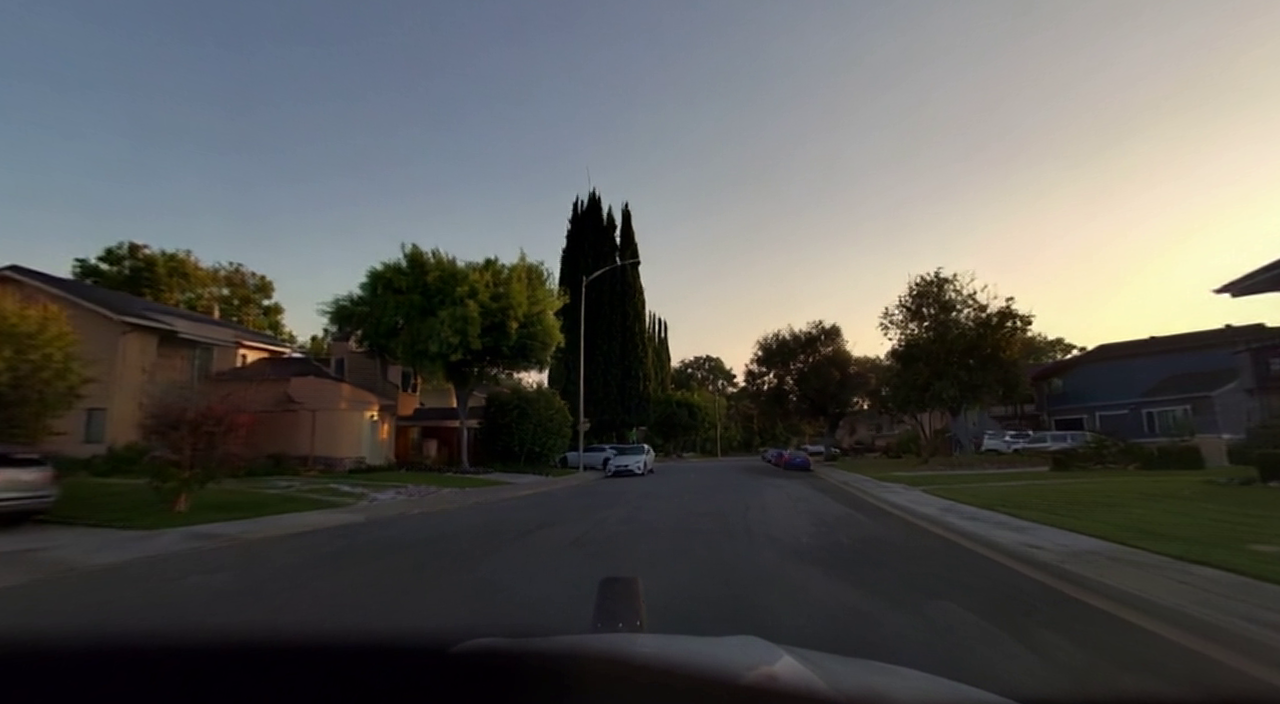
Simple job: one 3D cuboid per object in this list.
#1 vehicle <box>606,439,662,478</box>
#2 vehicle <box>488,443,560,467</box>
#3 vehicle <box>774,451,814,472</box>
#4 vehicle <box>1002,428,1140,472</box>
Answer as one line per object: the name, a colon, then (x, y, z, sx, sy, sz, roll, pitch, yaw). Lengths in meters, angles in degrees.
vehicle: (-0.203, 5.585, 33.577, 2.215, 1.859, 4.765, -1, -8, 9)
vehicle: (-7.492, 6.596, 40.727, 4.376, 1.458, 2.046, 2, -8, -12)
vehicle: (11.499, 8.200, 47.475, 1.984, 1.437, 4.726, 0, -9, 2)
vehicle: (17.711, 4.032, 26.083, 4.384, 1.688, 1.956, 1, -8, -6)
